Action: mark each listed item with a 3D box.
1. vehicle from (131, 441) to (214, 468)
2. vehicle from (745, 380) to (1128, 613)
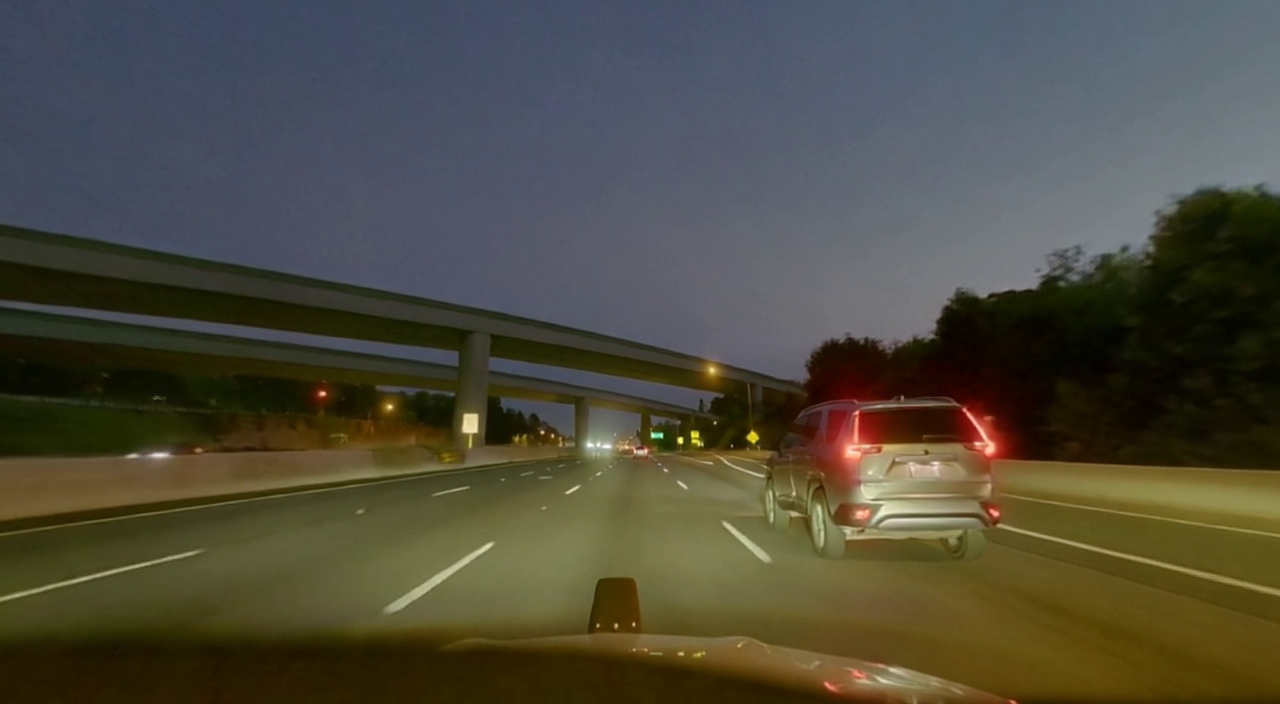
[{"bbox_3d":[-28.797,6.342,39.098,1.866,1.539,4.408,0,-9,-3],"label":"vehicle"},{"bbox_3d":[2.891,1.570,7.797,2.155,1.918,4.945,0,-9,-2],"label":"vehicle"}]
